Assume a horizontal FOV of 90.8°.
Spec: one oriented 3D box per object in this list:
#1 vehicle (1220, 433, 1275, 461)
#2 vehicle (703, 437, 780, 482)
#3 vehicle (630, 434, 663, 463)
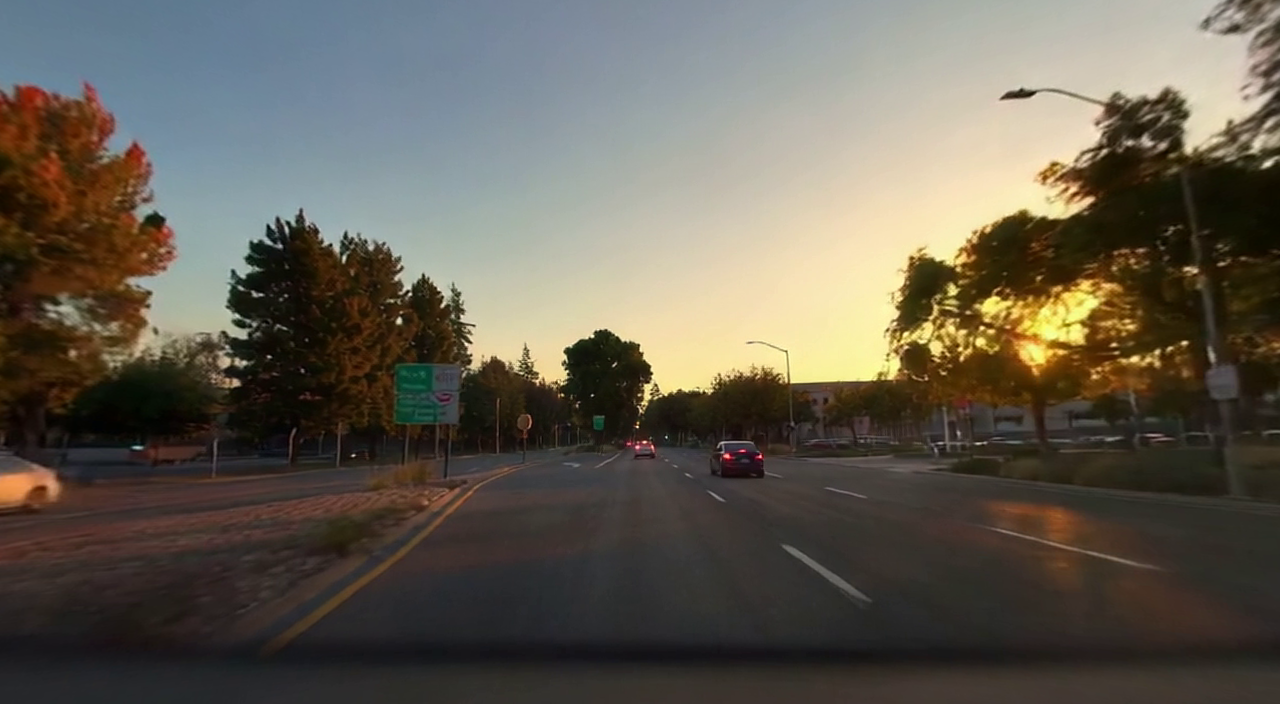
[{"bbox_3d":[38.845,6.073,40.485,1.875,1.645,4.474,-6,-10,36],"label":"vehicle"},{"bbox_3d":[3.618,3.903,23.346,1.948,1.479,4.620,0,-8,-2],"label":"vehicle"},{"bbox_3d":[0.383,6.565,43.076,1.988,1.800,4.322,0,-8,-2],"label":"vehicle"}]
